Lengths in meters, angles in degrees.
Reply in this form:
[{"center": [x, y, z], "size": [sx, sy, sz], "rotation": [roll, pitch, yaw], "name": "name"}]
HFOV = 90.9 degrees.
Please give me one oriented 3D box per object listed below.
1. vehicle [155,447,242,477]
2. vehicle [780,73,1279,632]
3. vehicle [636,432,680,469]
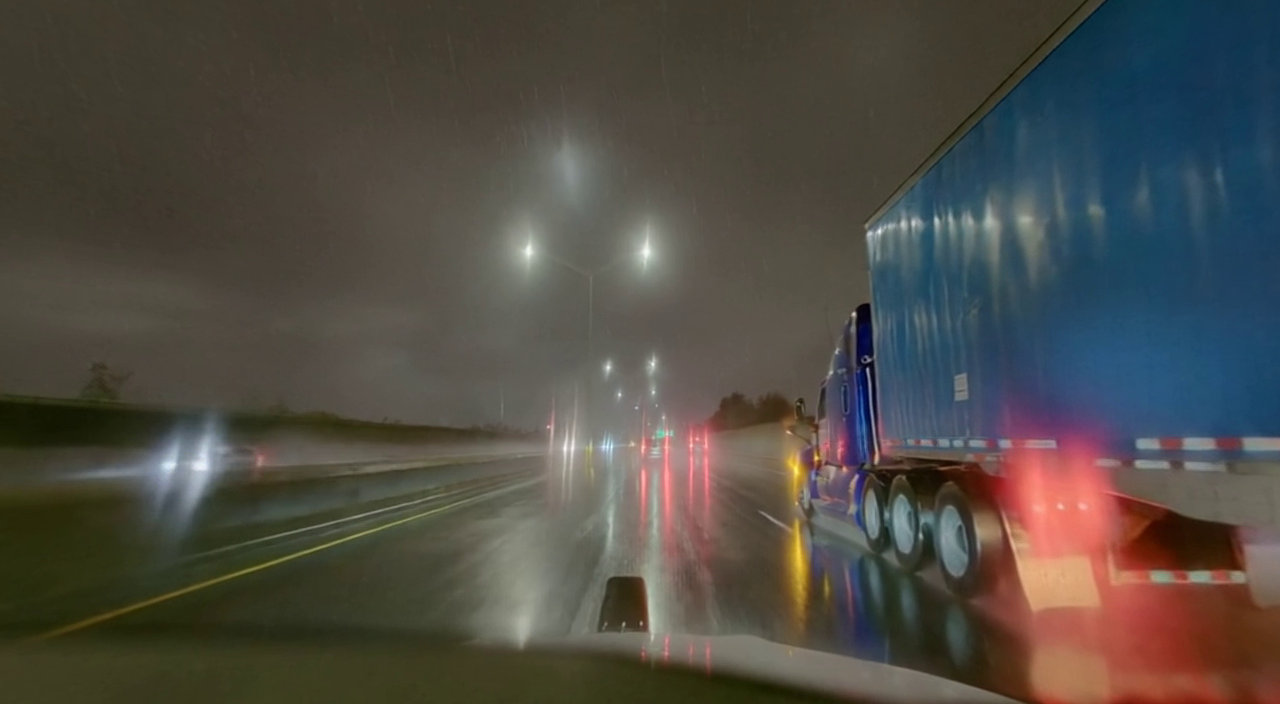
[{"center": [-24.708, 6.148, 35.461], "size": [1.780, 1.583, 3.815], "rotation": [-1, -9, 7], "name": "vehicle"}, {"center": [4.400, 0.515, 8.730], "size": [3.030, 3.985, 8.655], "rotation": [-1, -8, 1], "name": "vehicle"}, {"center": [0.946, 5.335, 34.400], "size": [2.205, 1.860, 4.301], "rotation": [0, -8, 1], "name": "vehicle"}]
